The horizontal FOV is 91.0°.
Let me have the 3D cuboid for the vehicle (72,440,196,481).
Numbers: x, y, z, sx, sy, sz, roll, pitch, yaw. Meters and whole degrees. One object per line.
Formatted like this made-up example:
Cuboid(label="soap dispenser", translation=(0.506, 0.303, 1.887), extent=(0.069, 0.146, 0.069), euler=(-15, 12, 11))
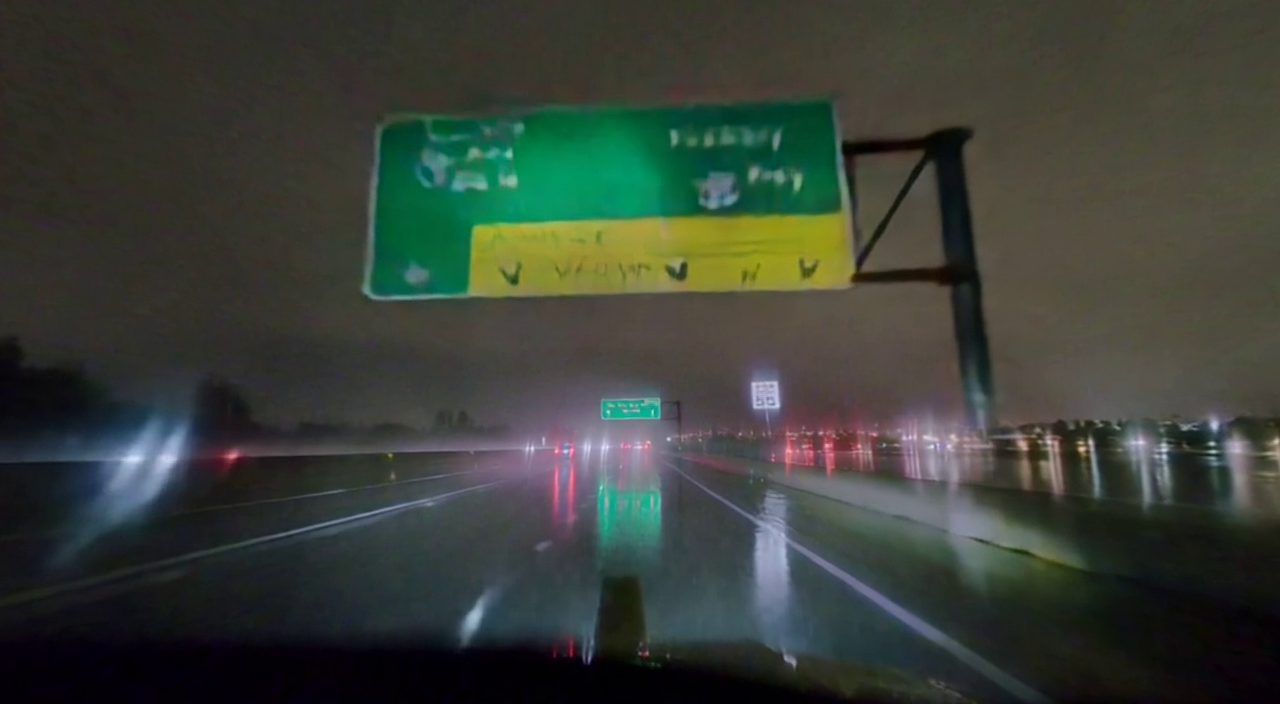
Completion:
Cuboid(label="vehicle", translation=(-20.662, 4.432, 25.946), extent=(1.787, 1.512, 3.945), euler=(0, -9, 1))
